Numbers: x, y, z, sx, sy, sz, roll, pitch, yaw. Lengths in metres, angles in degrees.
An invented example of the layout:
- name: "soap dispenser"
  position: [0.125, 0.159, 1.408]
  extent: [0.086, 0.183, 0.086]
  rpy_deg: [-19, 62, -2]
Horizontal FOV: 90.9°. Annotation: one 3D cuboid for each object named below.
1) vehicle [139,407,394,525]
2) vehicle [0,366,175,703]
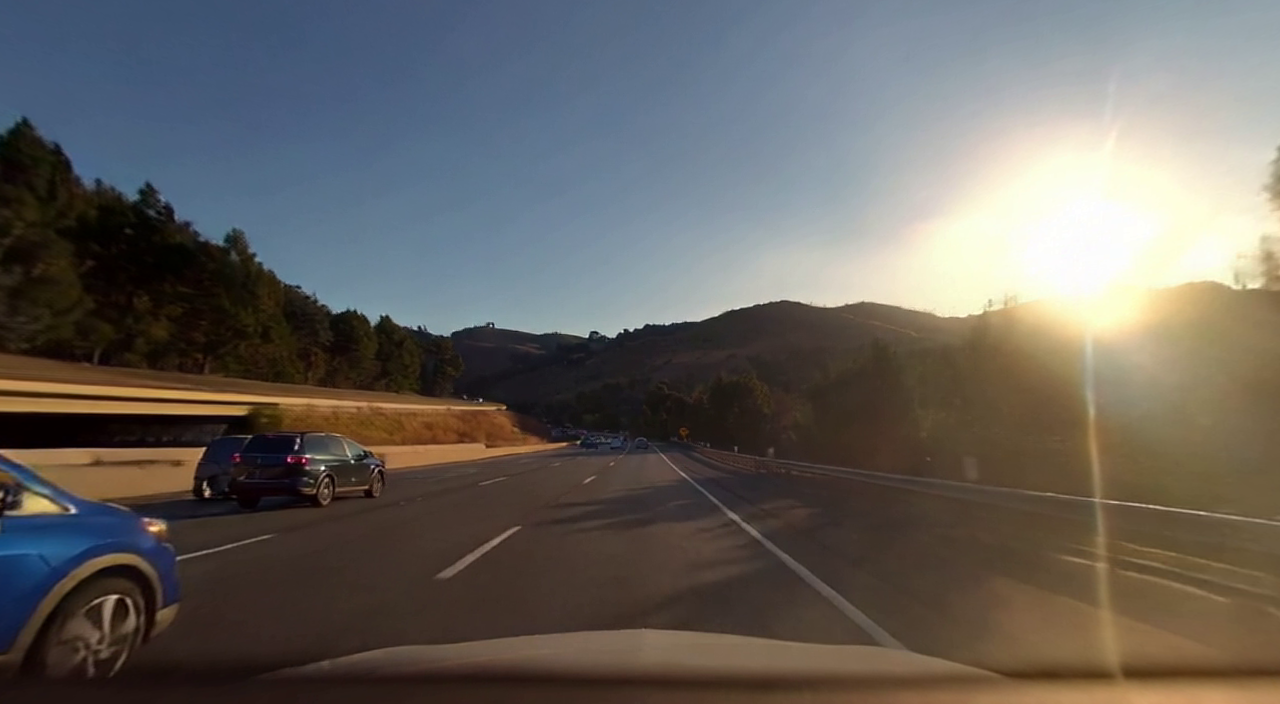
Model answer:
- name: "vehicle"
  position: [-7.148, 2.262, 12.951]
  extent: [2.151, 1.925, 4.945]
  rpy_deg: [0, -9, 0]
- name: "vehicle"
  position: [-3.804, 0.720, 1.575]
  extent: [1.983, 1.663, 4.290]
  rpy_deg: [0, -9, 0]
